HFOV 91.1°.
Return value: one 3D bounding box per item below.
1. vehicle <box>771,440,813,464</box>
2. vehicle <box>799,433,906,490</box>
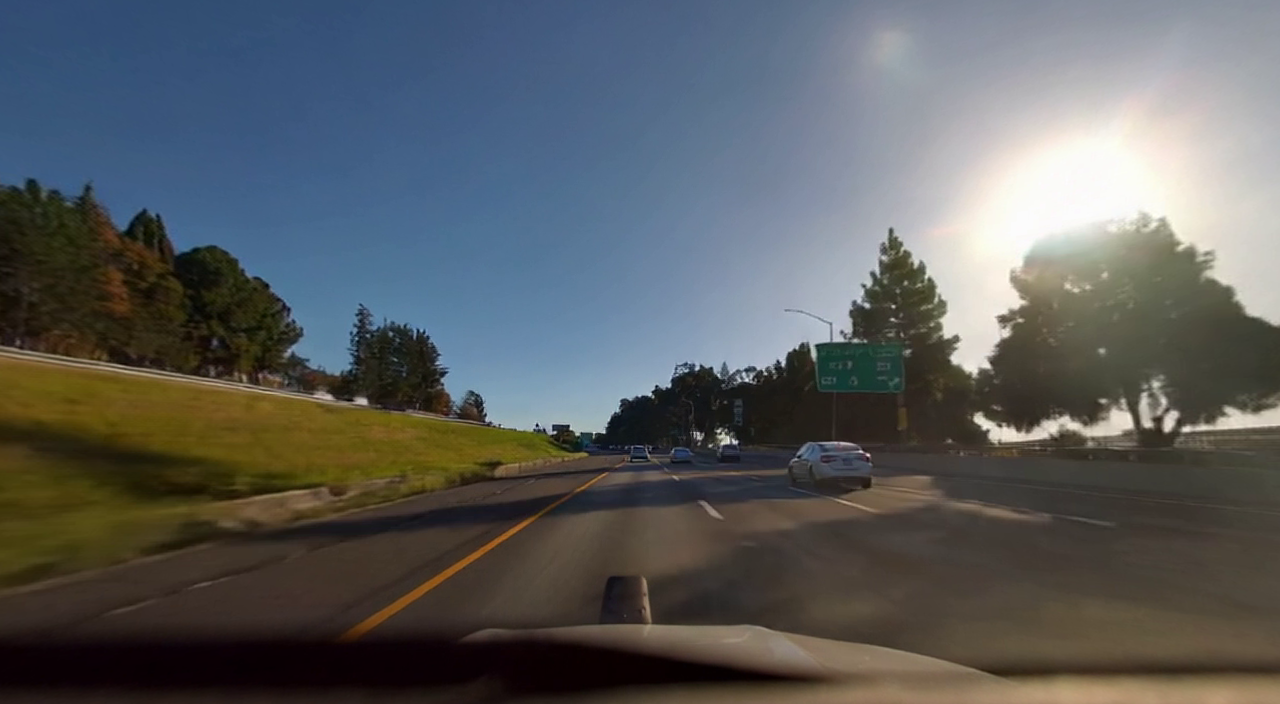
[{"bbox_3d":[11.054,7.277,45.958,1.986,1.644,4.126,0,-8,0],"label":"vehicle"},{"bbox_3d":[7.113,3.705,21.621,2.048,1.697,4.689,0,-8,0],"label":"vehicle"}]
